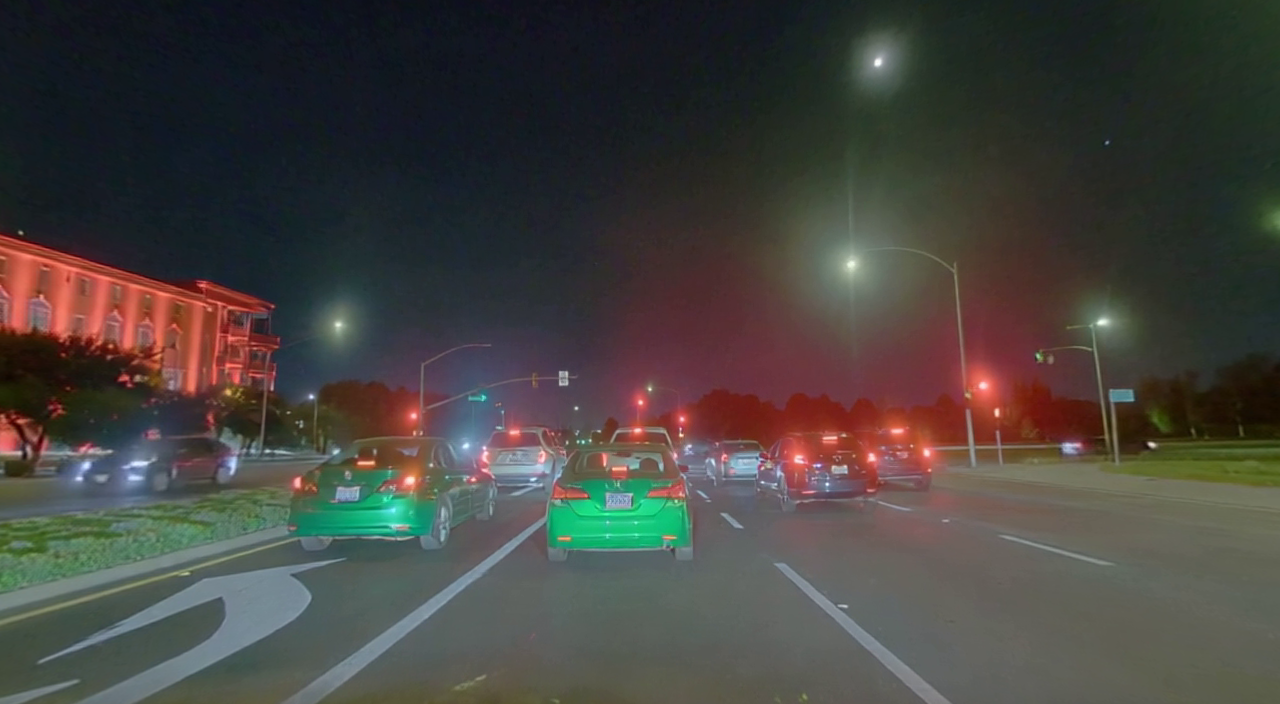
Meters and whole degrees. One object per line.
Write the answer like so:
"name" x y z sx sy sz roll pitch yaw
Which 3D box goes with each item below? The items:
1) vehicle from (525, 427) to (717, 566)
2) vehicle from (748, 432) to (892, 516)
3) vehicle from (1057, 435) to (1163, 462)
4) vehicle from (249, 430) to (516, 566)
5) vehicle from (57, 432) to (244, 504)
"vehicle" -0.209 1.823 8.703 2.041 1.450 3.847 0 -8 0
"vehicle" 3.553 2.462 13.262 1.880 1.476 3.932 0 -8 1
"vehicle" 30.808 6.348 41.634 5.265 1.702 1.930 -5 -9 28
"vehicle" -3.201 1.883 8.948 1.917 1.441 4.128 -1 -8 2
"vehicle" -13.302 3.148 17.634 2.082 1.704 4.488 1 -8 -8
